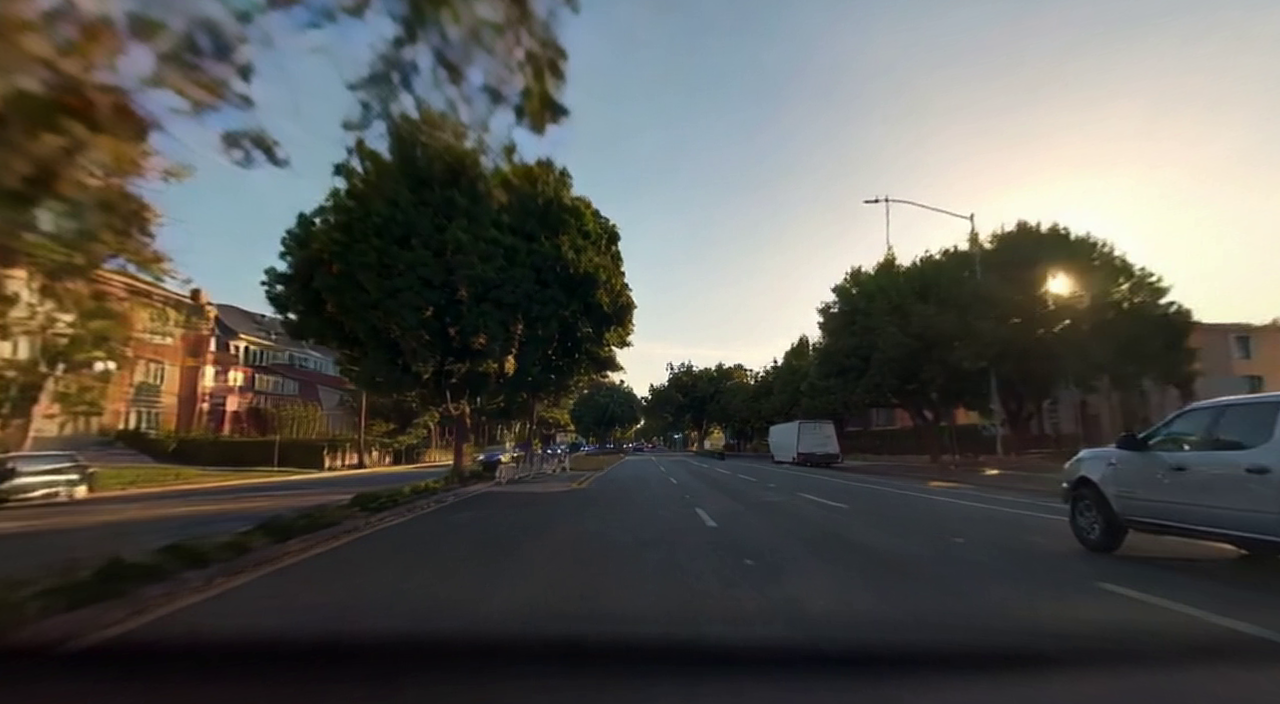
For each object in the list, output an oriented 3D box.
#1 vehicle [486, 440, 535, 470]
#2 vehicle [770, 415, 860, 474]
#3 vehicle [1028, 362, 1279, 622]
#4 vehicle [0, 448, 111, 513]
[{"bbox_3d":[-8.478,6.785,41.823,2.189,1.816,4.819,0,-9,1],"label":"vehicle"},{"bbox_3d":[10.174,5.536,37.810,2.842,2.993,8.104,-3,-8,-1],"label":"vehicle"},{"bbox_3d":[6.110,1.044,4.703,2.493,1.956,6.125,0,-9,0],"label":"vehicle"},{"bbox_3d":[-19.457,3.822,18.943,2.146,1.848,5.680,-1,-9,1],"label":"vehicle"}]
